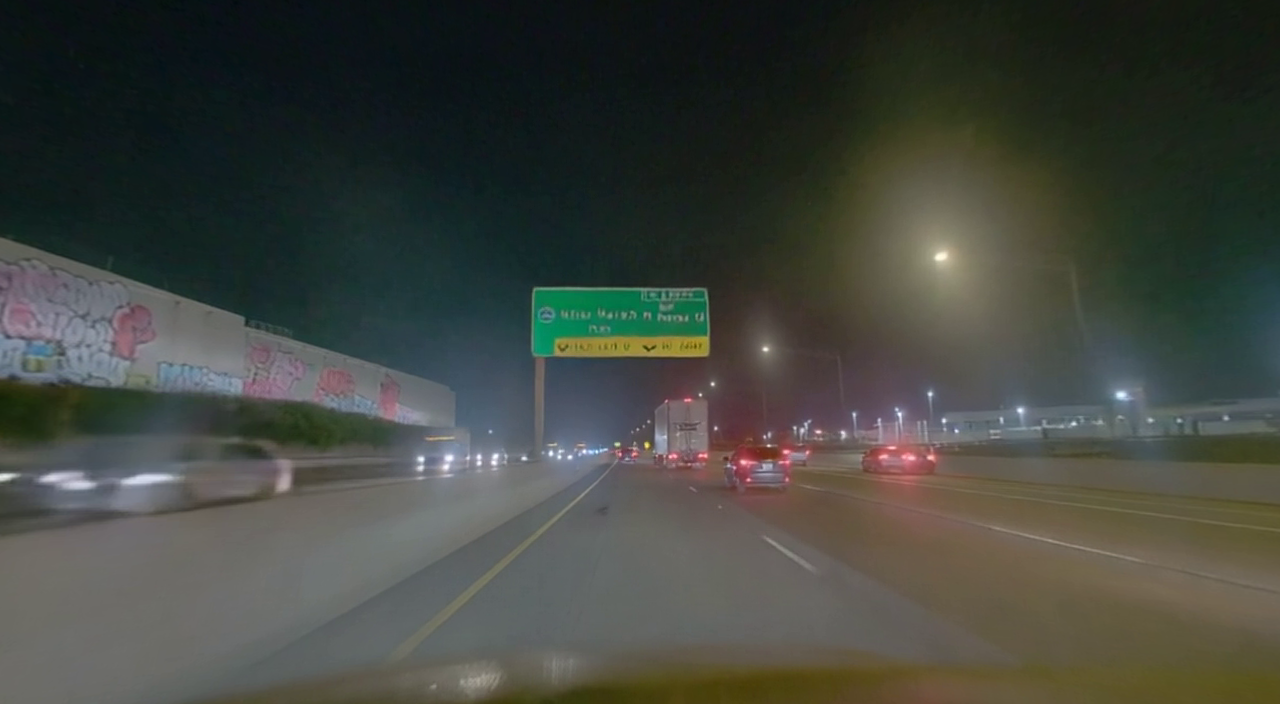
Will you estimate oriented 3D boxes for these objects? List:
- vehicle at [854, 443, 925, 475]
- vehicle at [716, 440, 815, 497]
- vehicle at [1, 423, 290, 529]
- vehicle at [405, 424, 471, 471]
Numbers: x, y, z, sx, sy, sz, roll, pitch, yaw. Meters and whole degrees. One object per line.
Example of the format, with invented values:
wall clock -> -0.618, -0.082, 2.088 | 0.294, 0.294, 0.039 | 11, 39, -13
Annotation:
vehicle -> 13.825, 5.936, 35.056 | 2.107, 1.648, 4.324 | 0, -9, -1
vehicle -> 3.827, 3.633, 19.963 | 2.085, 1.588, 4.436 | 0, -9, -2
vehicle -> -8.563, 2.176, 11.473 | 1.933, 1.553, 4.112 | 0, -9, -1
vehicle -> -12.752, 6.118, 40.105 | 2.334, 2.718, 6.105 | 0, -9, -1
